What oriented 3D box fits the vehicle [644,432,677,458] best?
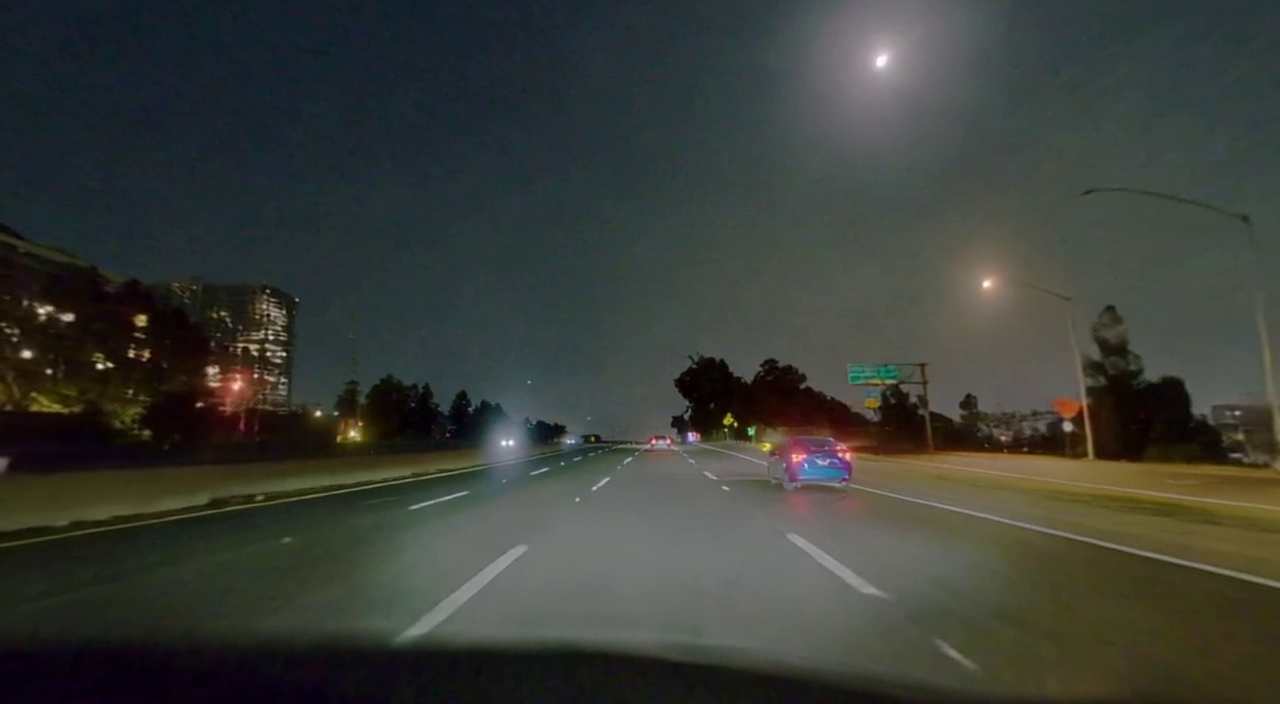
[{"bbox_3d":[1.368,6.480,43.940,2.127,1.692,4.382,0,-9,0],"label":"vehicle"}]

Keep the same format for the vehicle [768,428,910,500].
[{"bbox_3d":[4.709,2.731,15.787,2.029,1.528,4.644,0,-9,0],"label":"vehicle"}]
